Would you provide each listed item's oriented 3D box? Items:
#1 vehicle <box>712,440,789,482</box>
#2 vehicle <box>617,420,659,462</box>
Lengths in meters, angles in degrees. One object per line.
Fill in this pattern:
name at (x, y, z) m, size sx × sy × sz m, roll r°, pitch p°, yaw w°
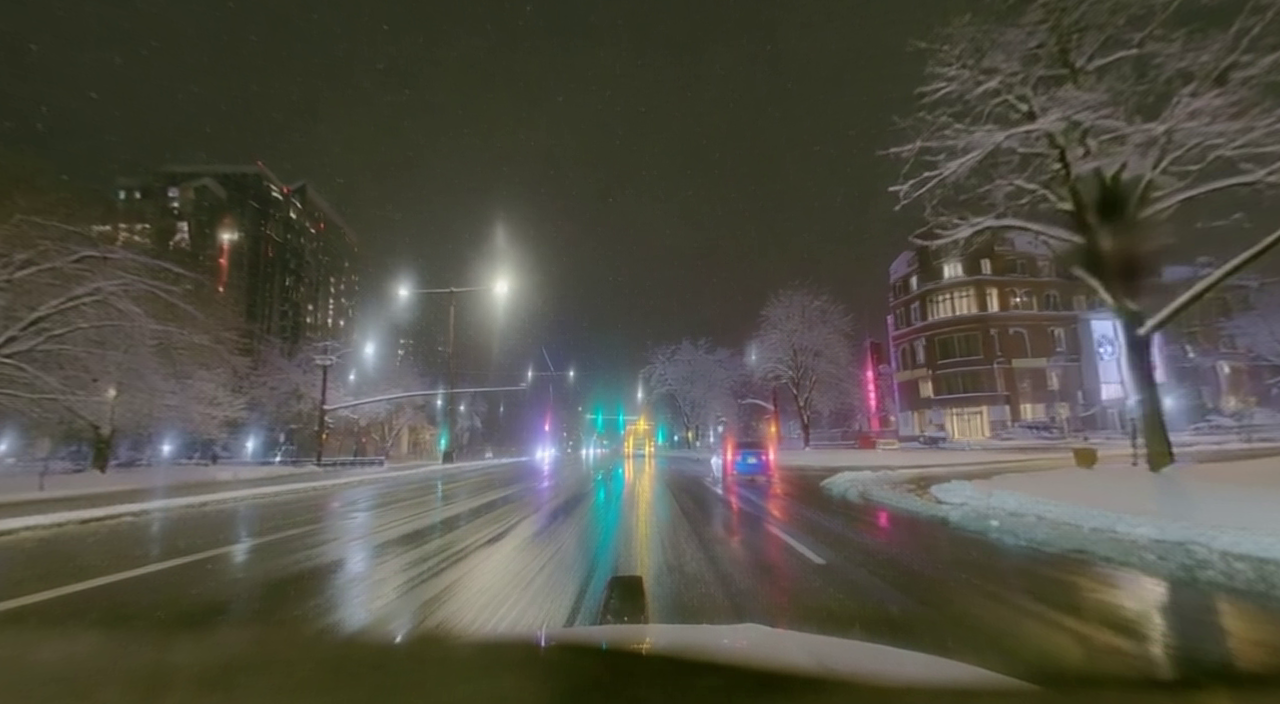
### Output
vehicle at (4.078, 4.106, 24.093) m, size 2.005 × 1.442 × 4.675 m, roll 0°, pitch -8°, yaw -1°
vehicle at (-0.120, 6.507, 46.161) m, size 2.833 × 2.879 × 6.572 m, roll 0°, pitch -8°, yaw 0°
